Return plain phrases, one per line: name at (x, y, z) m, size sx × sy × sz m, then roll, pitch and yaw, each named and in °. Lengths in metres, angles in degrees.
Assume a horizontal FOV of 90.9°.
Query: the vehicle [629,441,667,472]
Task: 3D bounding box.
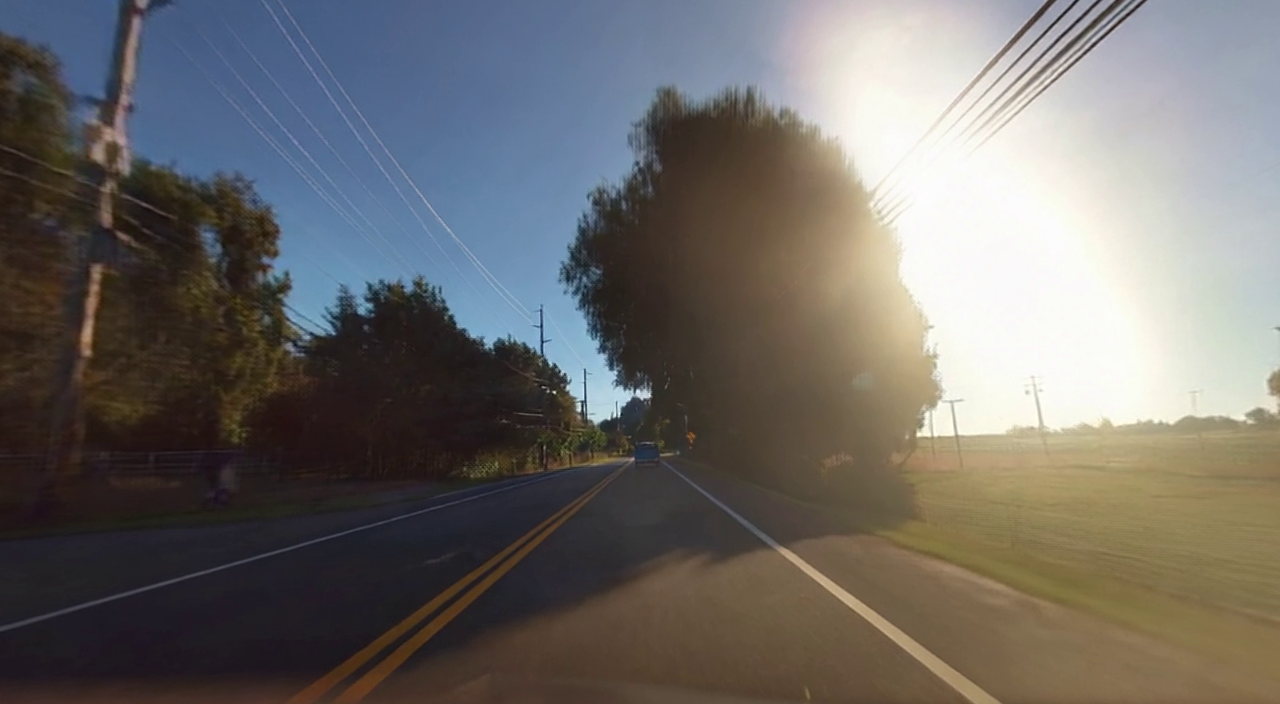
vehicle at (0.537, 7.309, 44.443) m, size 2.468 × 2.056 × 4.422 m, roll 0°, pitch -9°, yaw 0°
